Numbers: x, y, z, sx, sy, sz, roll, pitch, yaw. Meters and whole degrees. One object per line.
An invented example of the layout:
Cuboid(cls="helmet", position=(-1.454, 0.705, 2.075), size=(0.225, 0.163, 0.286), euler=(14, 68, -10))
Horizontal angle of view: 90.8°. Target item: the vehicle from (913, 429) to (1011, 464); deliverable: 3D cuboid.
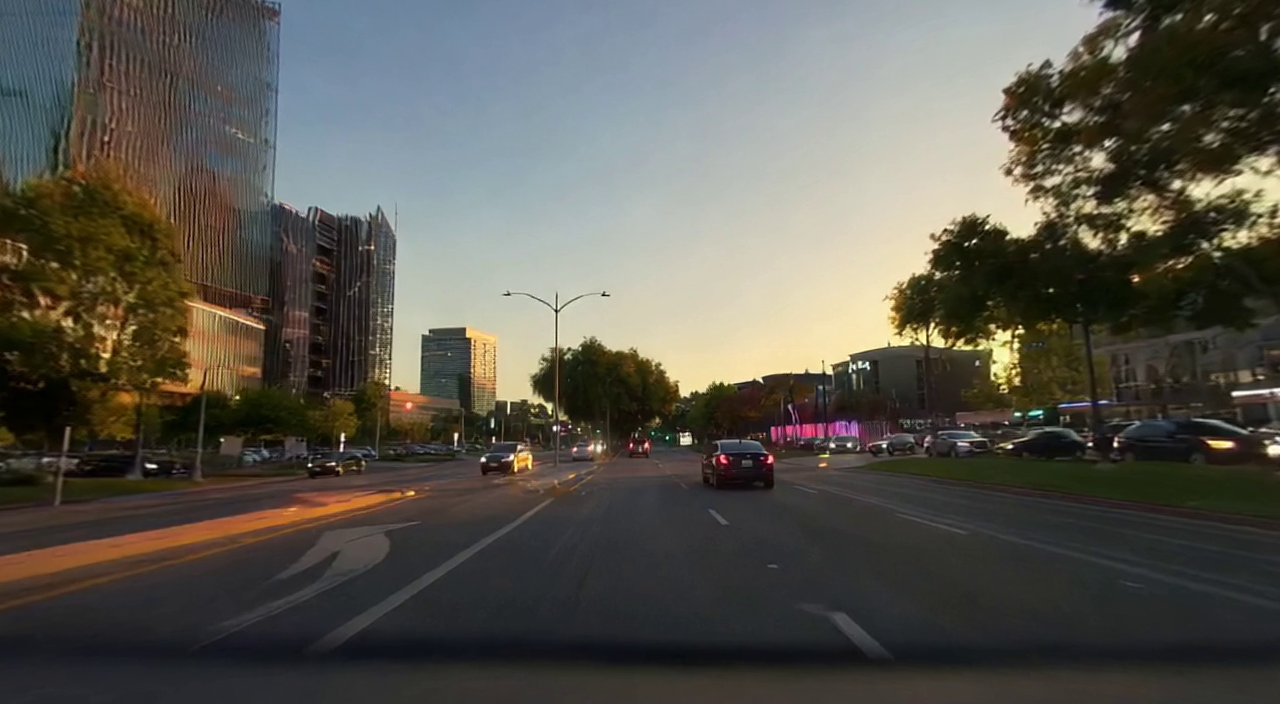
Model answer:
Cuboid(cls="vehicle", position=(16.967, 5.043, 33.671), size=(2.280, 1.699, 5.098), euler=(0, -8, -4))

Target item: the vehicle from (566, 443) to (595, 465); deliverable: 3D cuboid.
Cuboid(cls="vehicle", position=(-4.401, 7.477, 46.240), size=(1.905, 1.471, 4.302), euler=(-1, -9, -8))

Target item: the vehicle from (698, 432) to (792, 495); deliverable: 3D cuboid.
Cuboid(cls="vehicle", position=(3.051, 3.349, 19.323), size=(1.963, 1.677, 4.229), euler=(0, -8, -2))

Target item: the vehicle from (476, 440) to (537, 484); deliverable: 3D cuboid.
Cuboid(cls="vehicle", position=(-5.370, 4.285, 24.955), size=(2.053, 1.555, 4.296), euler=(2, -9, -15))

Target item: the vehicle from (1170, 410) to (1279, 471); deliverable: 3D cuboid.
Cuboid(cls="vehicle", position=(17.926, 2.451, 17.632), size=(1.950, 1.594, 4.625), euler=(-1, -9, -5))

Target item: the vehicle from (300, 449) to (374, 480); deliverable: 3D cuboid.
Cuboid(cls="vehicle", position=(-17.058, 6.344, 35.845), size=(1.947, 1.504, 4.672), euler=(-3, -8, 0))

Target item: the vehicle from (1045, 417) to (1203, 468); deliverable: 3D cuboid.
Cuboid(cls="vehicle", position=(17.391, 3.322, 23.096), size=(1.889, 1.656, 4.693), euler=(0, -8, -2))

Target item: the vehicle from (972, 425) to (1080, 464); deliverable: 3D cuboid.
Cuboid(cls="vehicle", position=(17.210, 4.192, 28.517), size=(1.779, 1.505, 4.847), euler=(-2, -9, 0))

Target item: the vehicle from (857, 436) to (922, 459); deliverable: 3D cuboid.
Cuboid(cls="vehicle", position=(18.707, 7.147, 47.367), size=(4.524, 1.653, 2.109), euler=(5, -10, -30))
